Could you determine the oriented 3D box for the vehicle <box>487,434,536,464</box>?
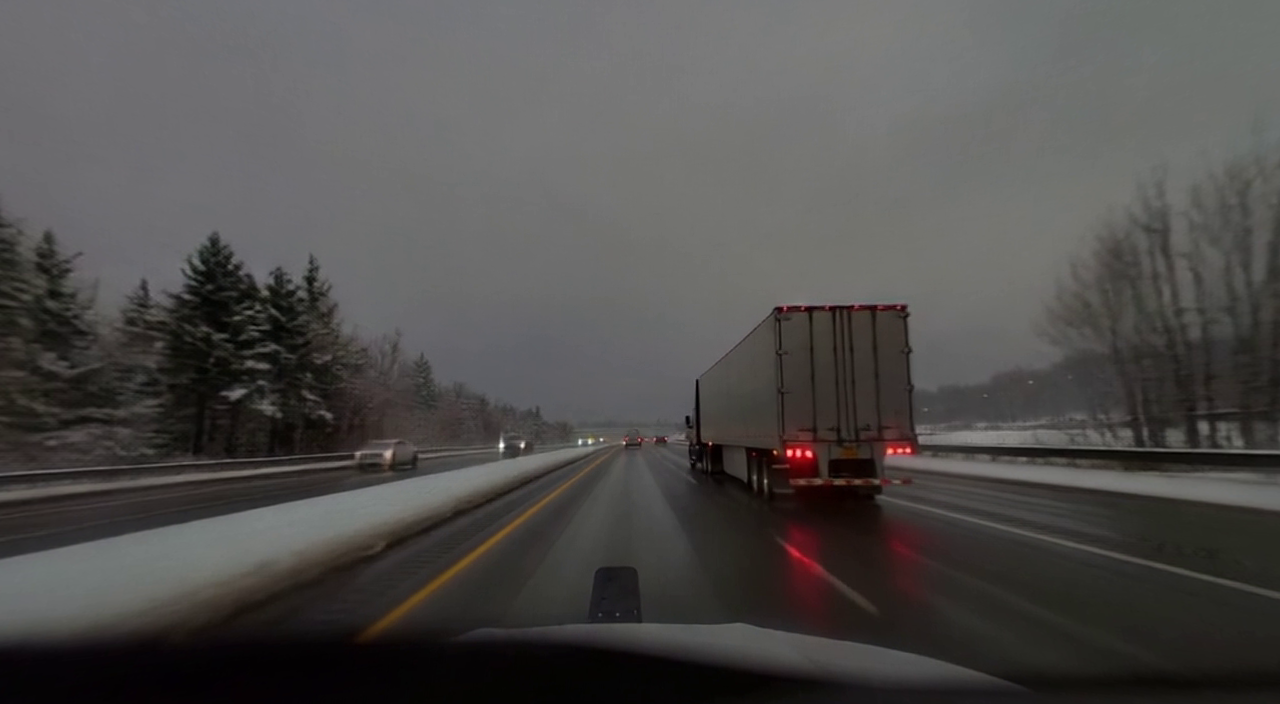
[{"bbox_3d":[-8.339,6.307,41.317,2.346,1.838,4.576,1,-7,-2],"label":"vehicle"}]

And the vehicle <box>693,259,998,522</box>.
[{"bbox_3d":[3.638,1.466,16.425,3.038,3.975,13.887,0,-8,-1],"label":"vehicle"}]

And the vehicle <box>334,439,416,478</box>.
[{"bbox_3d":[-12.327,4.939,29.631,1.934,1.675,4.432,0,-8,-1],"label":"vehicle"}]
